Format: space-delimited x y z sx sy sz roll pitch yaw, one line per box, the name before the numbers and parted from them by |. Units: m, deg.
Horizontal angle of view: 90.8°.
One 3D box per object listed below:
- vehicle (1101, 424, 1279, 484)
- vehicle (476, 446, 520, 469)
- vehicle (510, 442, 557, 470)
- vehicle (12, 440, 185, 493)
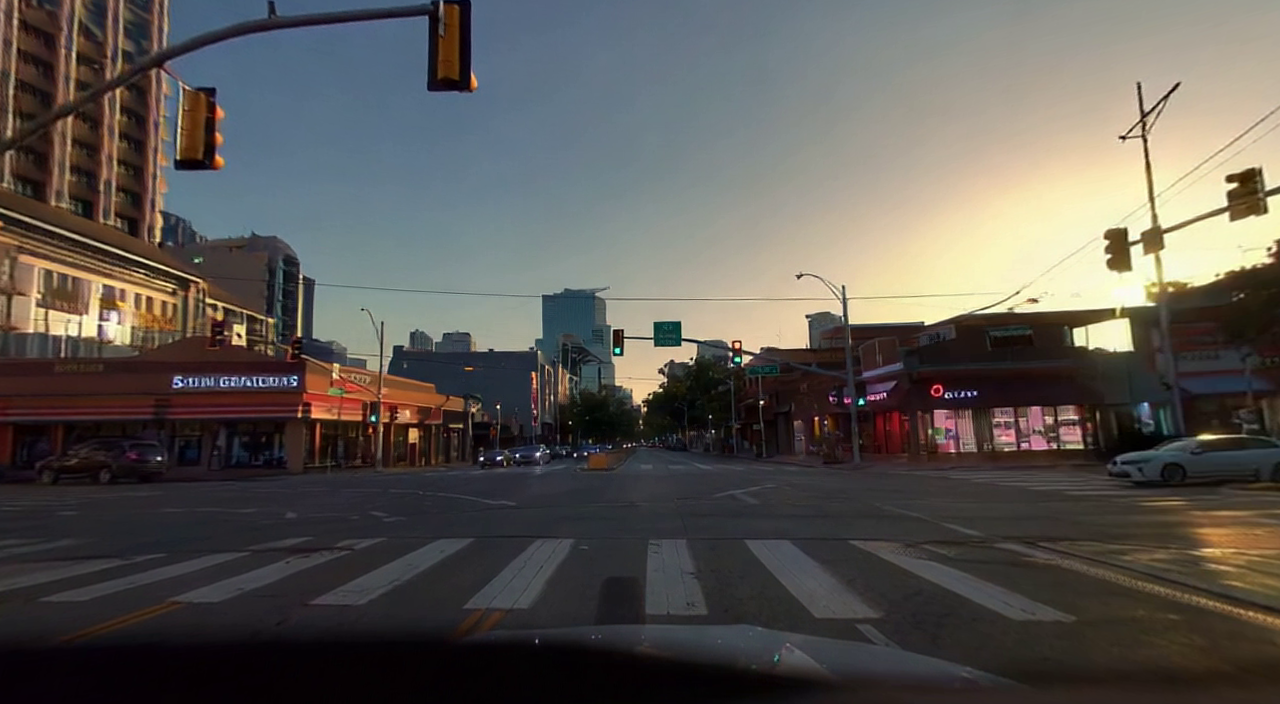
vehicle | 15.408 2.699 16.772 4.651 1.463 1.880 -2 -9 8
vehicle | -9.859 7.359 44.122 2.106 1.505 4.228 0 -9 0
vehicle | -6.780 6.691 40.754 2.181 1.703 4.512 0 -9 1
vehicle | -21.146 4.431 24.769 5.161 1.910 2.275 -2 -9 11
